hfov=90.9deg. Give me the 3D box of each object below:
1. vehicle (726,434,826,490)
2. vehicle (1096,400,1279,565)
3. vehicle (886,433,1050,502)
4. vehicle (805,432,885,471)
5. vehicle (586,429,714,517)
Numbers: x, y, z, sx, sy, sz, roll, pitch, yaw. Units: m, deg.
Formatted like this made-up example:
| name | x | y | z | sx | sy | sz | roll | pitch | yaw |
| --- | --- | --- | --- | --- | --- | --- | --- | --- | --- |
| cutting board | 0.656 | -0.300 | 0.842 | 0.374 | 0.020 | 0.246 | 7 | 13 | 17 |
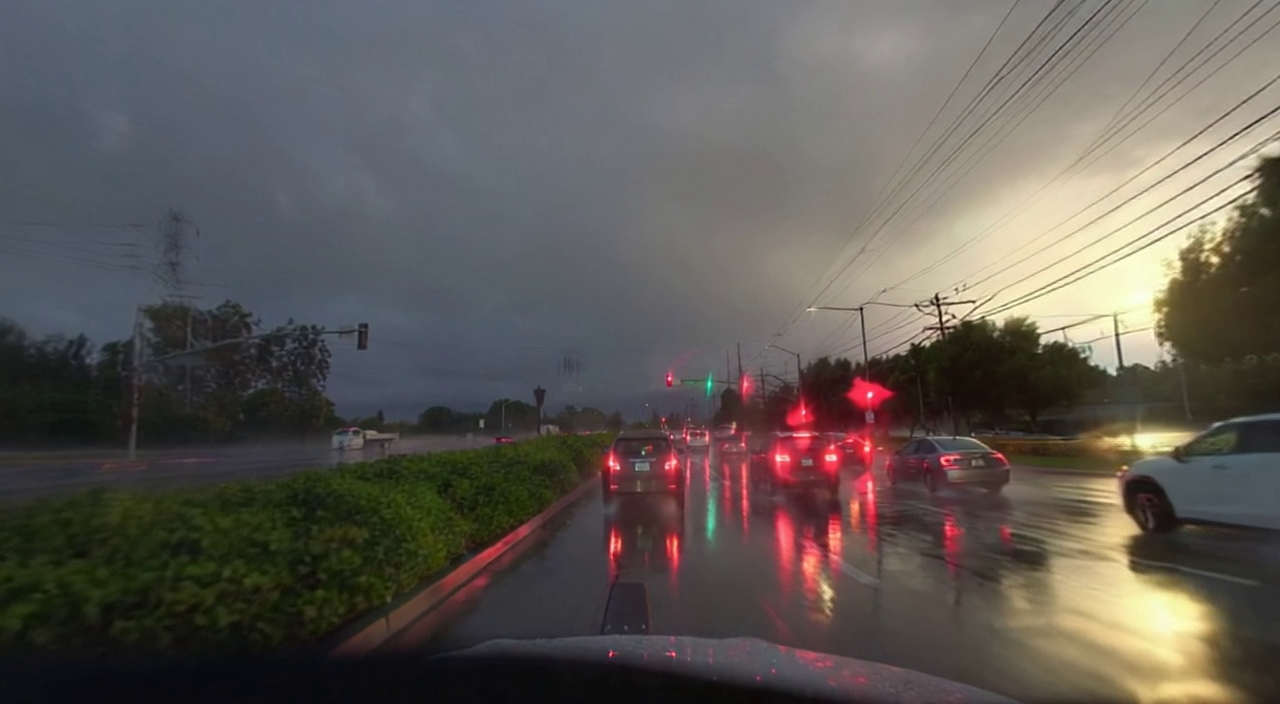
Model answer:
| name | x | y | z | sx | sy | sz | roll | pitch | yaw |
| --- | --- | --- | --- | --- | --- | --- | --- | --- | --- |
| vehicle | 3.882 | 3.221 | 18.847 | 2.028 | 1.454 | 4.531 | 0 | -8 | 1 |
| vehicle | 8.187 | 1.474 | 7.206 | 2.195 | 1.802 | 5.051 | 0 | -8 | 1 |
| vehicle | 8.067 | 2.867 | 16.097 | 1.905 | 1.483 | 4.469 | -1 | -8 | 2 |
| vehicle | 8.794 | 4.316 | 27.502 | 1.966 | 1.536 | 4.666 | 0 | -8 | 1 |
| vehicle | 0.202 | 2.422 | 13.168 | 2.208 | 1.498 | 4.401 | 0 | -8 | 1 |
